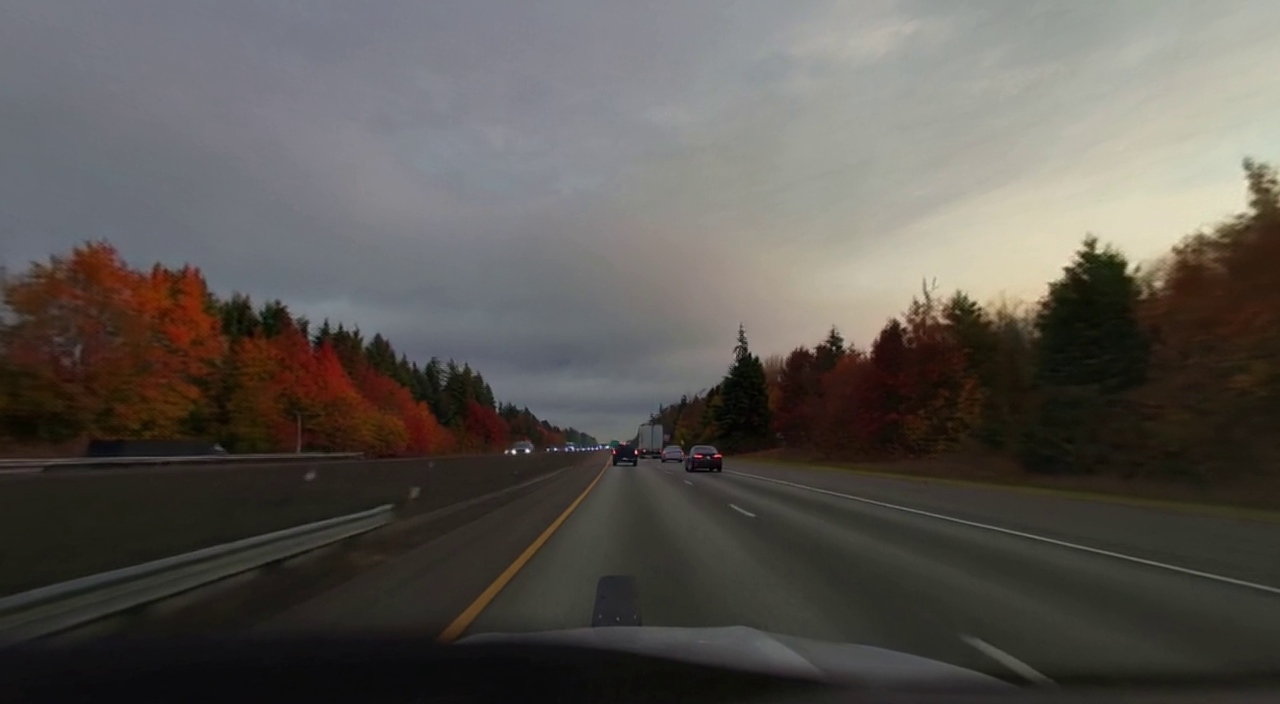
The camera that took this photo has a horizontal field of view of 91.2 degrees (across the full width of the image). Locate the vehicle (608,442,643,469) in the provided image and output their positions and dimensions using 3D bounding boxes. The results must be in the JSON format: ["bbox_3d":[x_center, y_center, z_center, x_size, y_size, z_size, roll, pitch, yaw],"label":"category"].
[{"bbox_3d":[-1.007,6.817,41.381,2.151,1.693,4.201,0,-9,-2],"label":"vehicle"}]

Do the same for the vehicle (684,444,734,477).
[{"bbox_3d":[3.410,5.412,31.599,1.968,1.513,3.911,0,-9,-1],"label":"vehicle"}]
